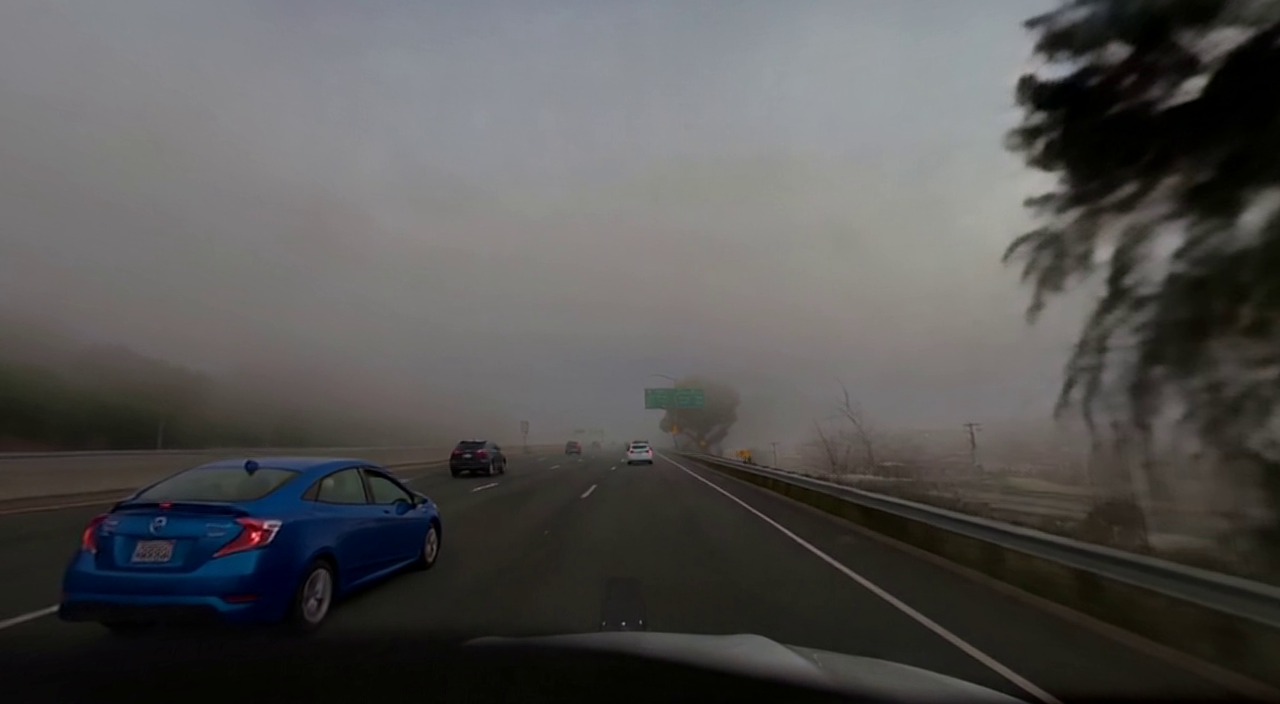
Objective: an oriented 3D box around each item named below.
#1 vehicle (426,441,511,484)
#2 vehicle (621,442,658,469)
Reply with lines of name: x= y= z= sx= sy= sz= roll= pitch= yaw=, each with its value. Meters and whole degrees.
vehicle: x=-6.522 y=4.225 z=24.561 sx=2.075 sy=1.528 sz=4.327 roll=0 pitch=-8 yaw=0
vehicle: x=-0.054 y=5.940 z=36.320 sx=2.051 sy=1.443 sz=3.770 roll=0 pitch=-8 yaw=-1
